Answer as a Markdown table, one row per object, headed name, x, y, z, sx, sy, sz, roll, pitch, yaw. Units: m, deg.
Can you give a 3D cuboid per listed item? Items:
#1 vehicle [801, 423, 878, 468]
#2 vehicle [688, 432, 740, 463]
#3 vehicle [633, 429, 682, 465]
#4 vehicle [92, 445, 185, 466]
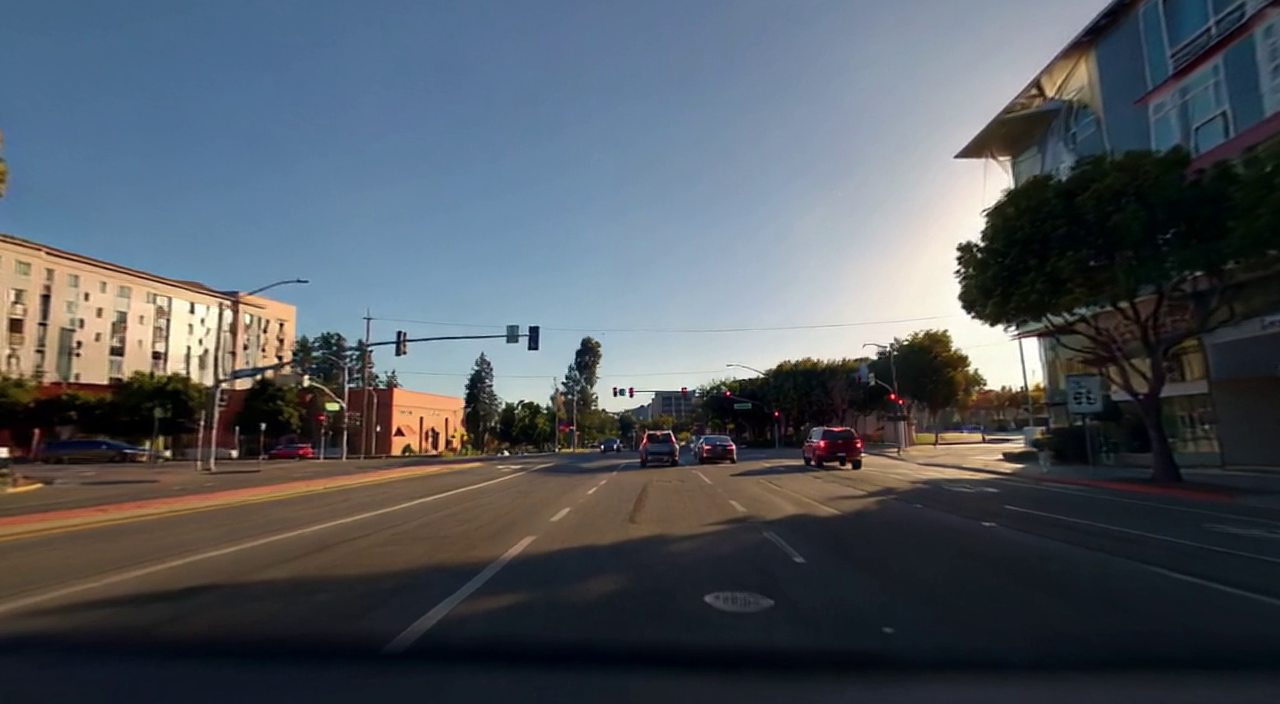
| name | x | y | z | sx | sy | sz | roll | pitch | yaw |
| --- | --- | --- | --- | --- | --- | --- | --- | --- | --- |
| vehicle | 9.039 | 4.285 | 29.077 | 2.132 | 1.892 | 4.851 | -1 | -8 | 3 |
| vehicle | 3.598 | 4.766 | 31.442 | 1.994 | 1.436 | 4.169 | 0 | -8 | -1 |
| vehicle | 0.785 | 4.414 | 29.243 | 2.099 | 1.516 | 4.681 | 0 | -8 | 1 |
| vehicle | -34.130 | 7.048 | 43.005 | 4.448 | 1.422 | 1.890 | 2 | -9 | -12 |
